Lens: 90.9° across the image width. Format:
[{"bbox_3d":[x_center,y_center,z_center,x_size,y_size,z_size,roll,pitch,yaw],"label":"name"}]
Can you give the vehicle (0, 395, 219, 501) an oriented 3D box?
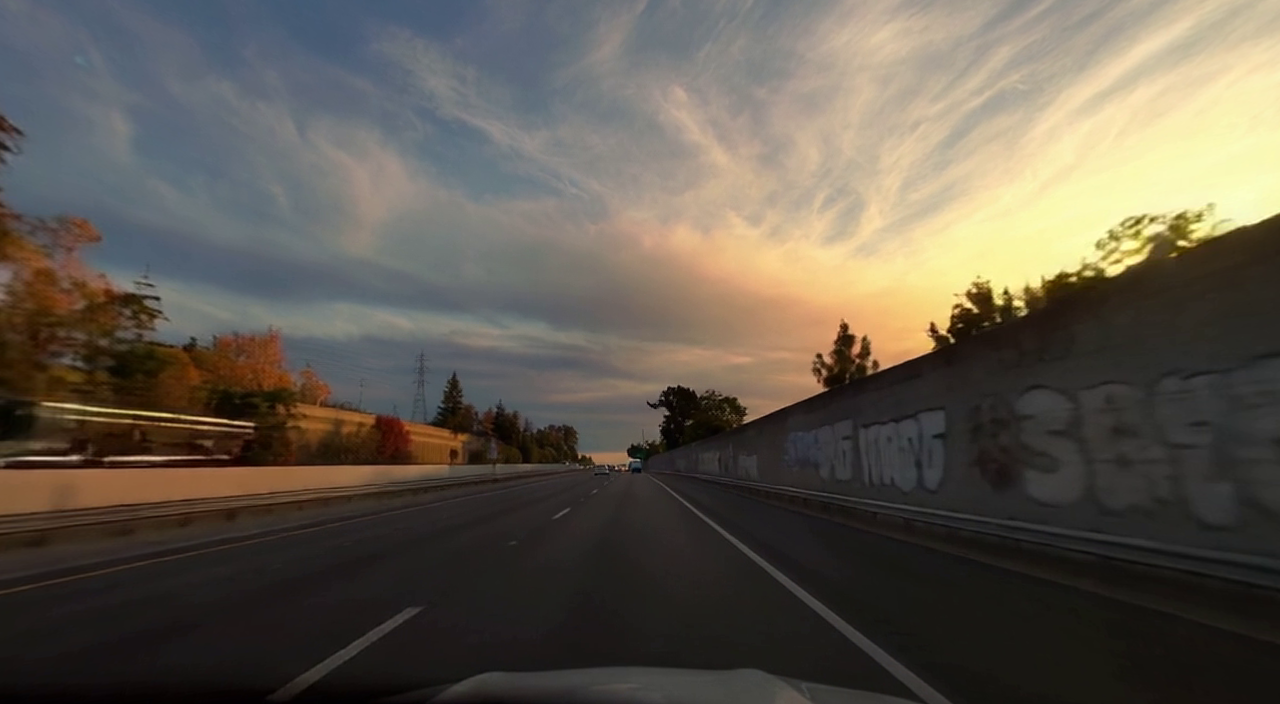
[{"bbox_3d":[-17.976,3.114,19.820,3.126,2.663,9.061,1,-10,0],"label":"vehicle"}]
